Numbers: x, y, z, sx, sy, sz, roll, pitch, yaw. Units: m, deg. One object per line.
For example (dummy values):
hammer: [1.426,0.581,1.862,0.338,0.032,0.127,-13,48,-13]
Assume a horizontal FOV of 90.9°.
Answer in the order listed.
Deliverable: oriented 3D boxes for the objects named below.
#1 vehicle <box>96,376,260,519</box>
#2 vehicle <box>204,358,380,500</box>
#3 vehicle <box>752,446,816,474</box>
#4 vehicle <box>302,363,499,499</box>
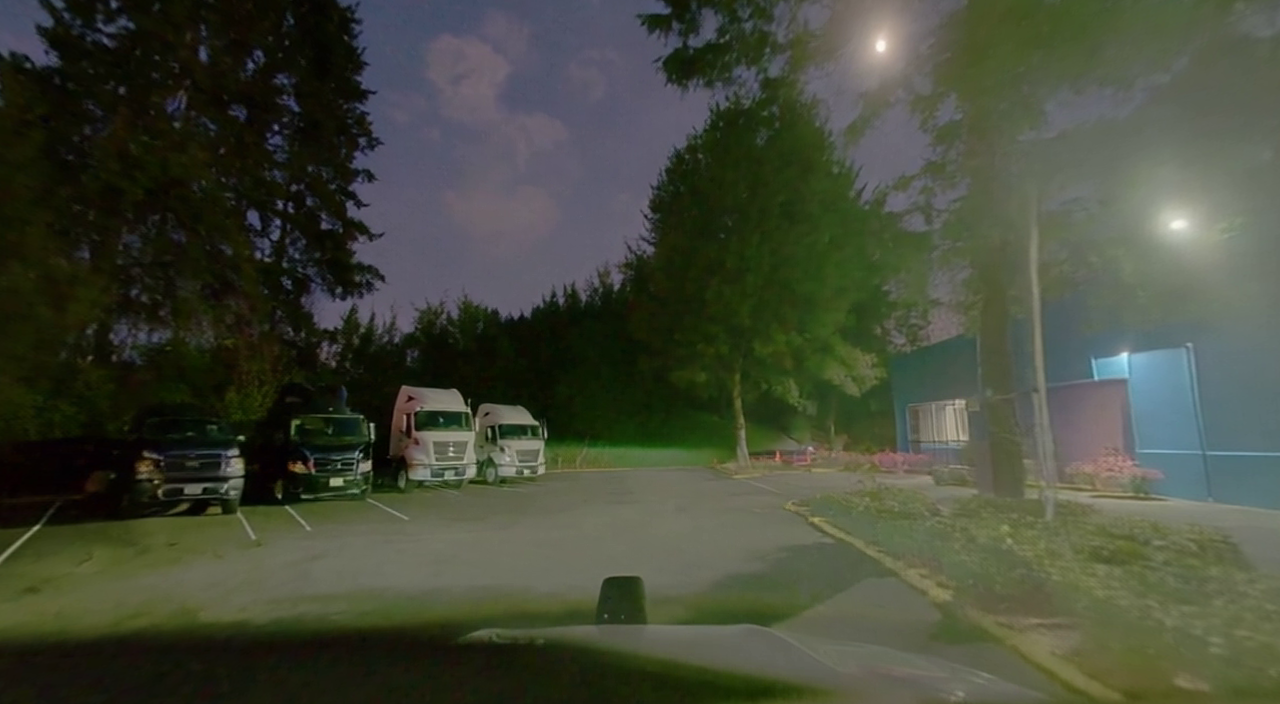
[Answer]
vehicle: [-12.811,2.602,17.153,2.674,3.007,7.819,8,-12,-40]
vehicle: [-12.962,2.932,22.683,3.038,3.871,11.512,7,-12,-40]
vehicle: [8.083,6.024,35.310,3.473,1.506,1.809,8,-12,-44]
vehicle: [-9.757,3.191,24.331,2.948,4.069,11.906,7,-12,-41]
